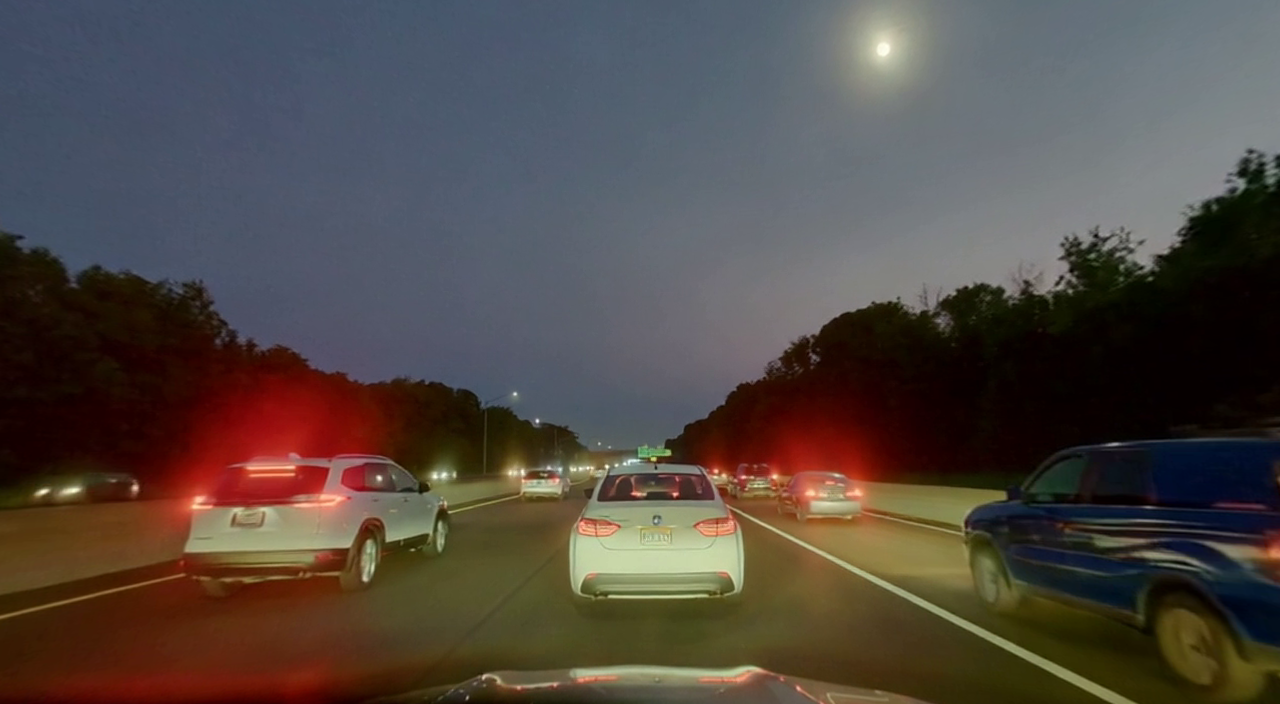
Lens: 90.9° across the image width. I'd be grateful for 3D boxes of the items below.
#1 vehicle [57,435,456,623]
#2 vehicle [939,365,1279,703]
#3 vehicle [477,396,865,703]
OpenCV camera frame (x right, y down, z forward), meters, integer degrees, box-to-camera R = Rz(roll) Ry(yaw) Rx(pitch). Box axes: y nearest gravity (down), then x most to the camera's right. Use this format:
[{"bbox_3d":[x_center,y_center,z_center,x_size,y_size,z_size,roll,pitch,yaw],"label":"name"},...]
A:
[{"bbox_3d":[-3.897,1.902,7.557,1.994,1.556,4.263,0,-11,1],"label":"vehicle"},{"bbox_3d":[4.426,1.333,4.984,1.984,1.876,4.287,1,-11,0],"label":"vehicle"},{"bbox_3d":[0.135,1.495,5.499,2.057,1.725,4.126,1,-11,-1],"label":"vehicle"}]
